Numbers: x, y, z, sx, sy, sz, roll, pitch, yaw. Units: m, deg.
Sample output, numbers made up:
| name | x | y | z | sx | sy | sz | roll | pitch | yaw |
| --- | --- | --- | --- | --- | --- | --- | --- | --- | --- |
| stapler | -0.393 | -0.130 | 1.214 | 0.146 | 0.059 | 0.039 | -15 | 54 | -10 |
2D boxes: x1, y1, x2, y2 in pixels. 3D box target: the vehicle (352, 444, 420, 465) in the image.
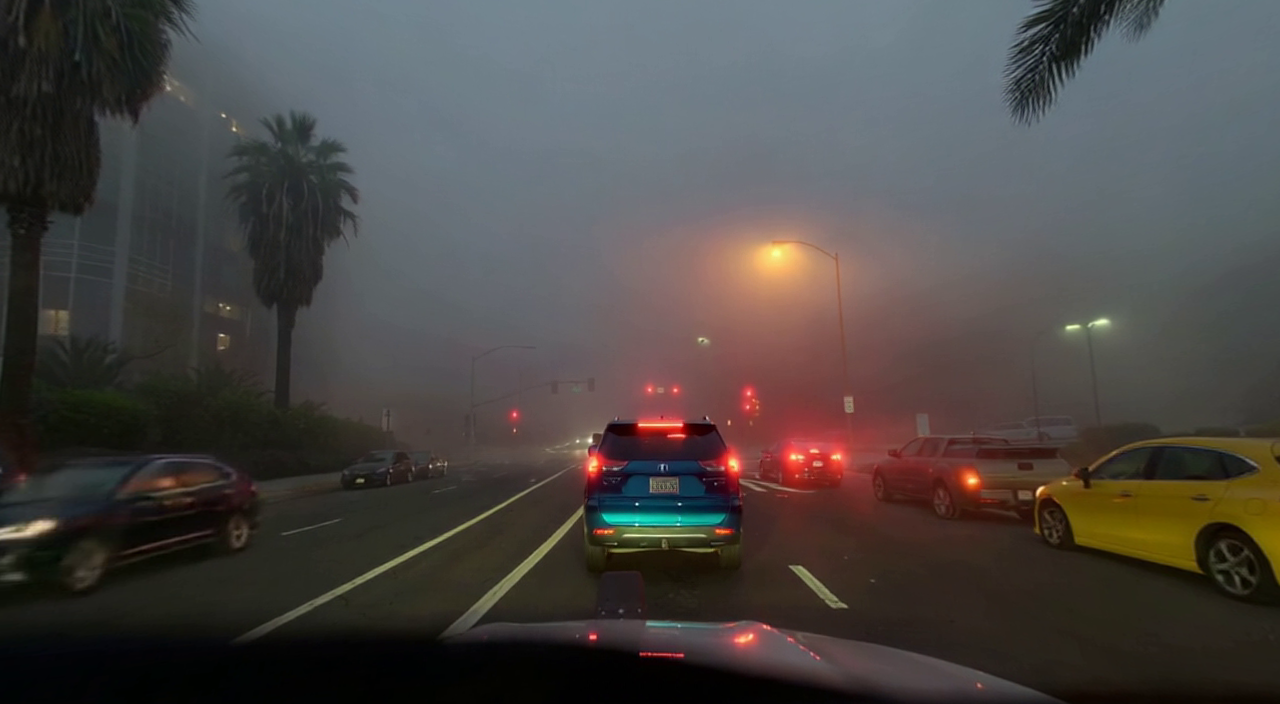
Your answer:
| name | x | y | z | sx | sy | sz | roll | pitch | yaw |
| --- | --- | --- | --- | --- | --- | --- | --- | --- | --- |
| vehicle | -18.701 | 7.574 | 46.679 | 1.759 | 1.457 | 4.297 | -7 | -11 | 38 |

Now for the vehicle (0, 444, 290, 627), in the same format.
| name | x | y | z | sx | sy | sz | roll | pitch | yaw |
| --- | --- | --- | --- | --- | --- | --- | --- | --- | --- |
| vehicle | -6.217 | 1.794 | 7.111 | 1.928 | 1.475 | 4.645 | 0 | -8 | 0 |

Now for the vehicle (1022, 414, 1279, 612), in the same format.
| name | x | y | z | sx | sy | sz | roll | pitch | yaw |
| --- | --- | --- | --- | --- | --- | --- | --- | --- | --- |
| vehicle | 6.457 | 1.599 | 6.924 | 1.935 | 1.672 | 4.139 | 0 | -8 | 1 |

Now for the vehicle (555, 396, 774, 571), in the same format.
| name | x | y | z | sx | sy | sz | roll | pitch | yaw |
| --- | --- | --- | --- | --- | --- | --- | --- | --- | --- |
| vehicle | 0.282 | 1.684 | 8.753 | 2.264 | 1.798 | 4.258 | 0 | -8 | 1 |

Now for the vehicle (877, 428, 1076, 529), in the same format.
| name | x | y | z | sx | sy | sz | roll | pitch | yaw |
| --- | --- | --- | --- | --- | --- | --- | --- | --- | --- |
| vehicle | 6.688 | 2.525 | 13.238 | 1.930 | 1.736 | 4.329 | -1 | -8 | 3 |

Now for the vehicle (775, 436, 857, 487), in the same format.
| name | x | y | z | sx | sy | sz | roll | pitch | yaw |
| --- | --- | --- | --- | --- | --- | --- | --- | --- | --- |
| vehicle | 6.542 | 4.094 | 23.951 | 1.948 | 1.729 | 4.023 | 0 | -8 | 0 |
